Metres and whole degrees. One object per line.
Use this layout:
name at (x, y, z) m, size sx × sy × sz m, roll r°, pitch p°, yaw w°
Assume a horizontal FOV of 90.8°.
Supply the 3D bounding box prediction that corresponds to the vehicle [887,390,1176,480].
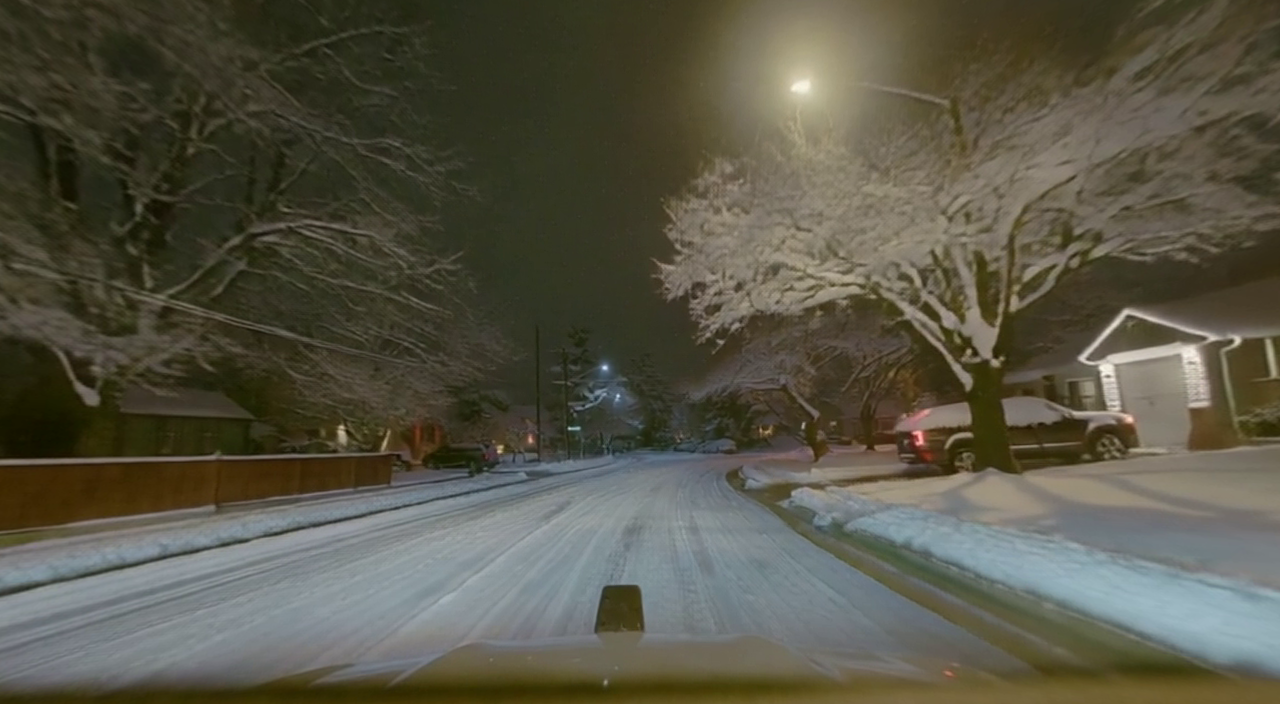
vehicle at (10.359, 2.291, 17.308) m, size 6.053 × 2.240 × 2.582 m, roll -1°, pitch -8°, yaw 4°

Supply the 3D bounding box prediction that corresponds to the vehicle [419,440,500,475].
vehicle at (-11.979, 7.054, 42.323) m, size 5.045 × 1.835 × 2.315 m, roll -2°, pitch -9°, yaw -13°
